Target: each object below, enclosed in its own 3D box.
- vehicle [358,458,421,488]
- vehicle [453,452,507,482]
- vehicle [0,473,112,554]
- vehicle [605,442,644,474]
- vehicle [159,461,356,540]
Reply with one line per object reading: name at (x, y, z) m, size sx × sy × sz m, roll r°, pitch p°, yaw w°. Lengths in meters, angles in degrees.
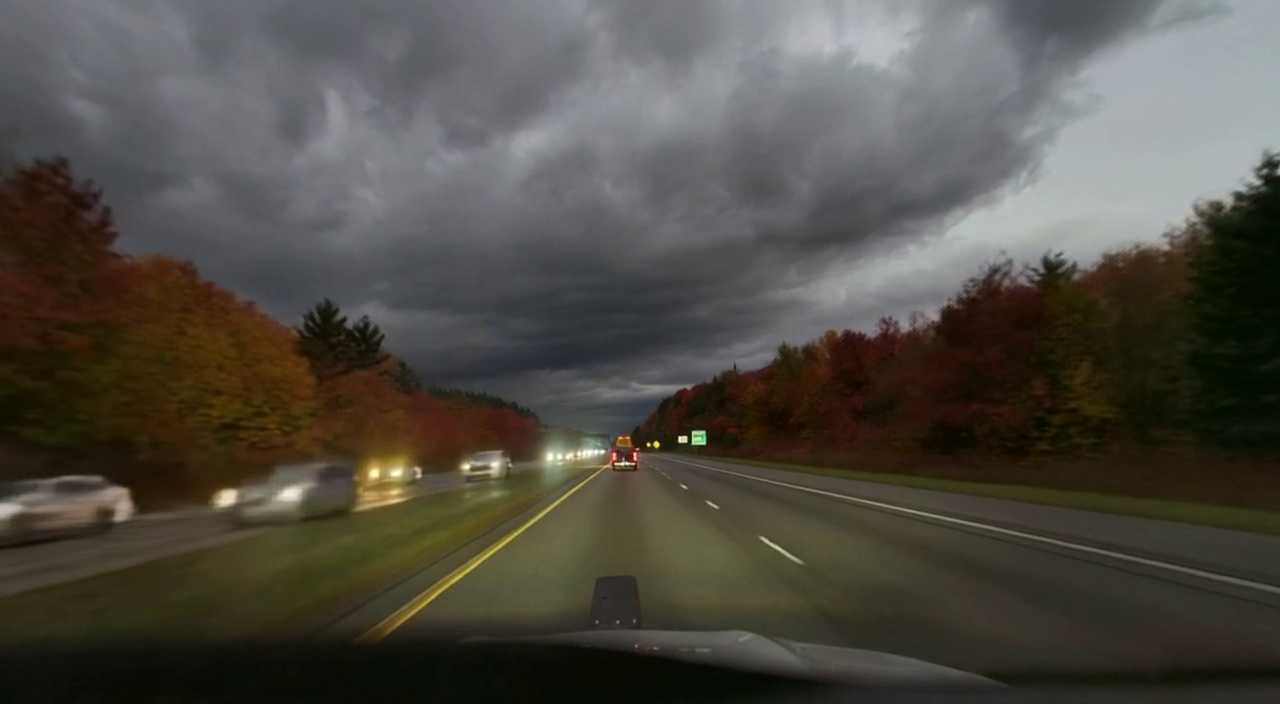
vehicle at (-14.390, 6.936, 36.194) m, size 1.935 × 1.549 × 4.209 m, roll 0°, pitch -9°, yaw -1°
vehicle at (-9.374, 6.755, 37.181) m, size 2.076 × 1.635 × 4.399 m, roll 0°, pitch -9°, yaw 0°
vehicle at (-13.570, 3.356, 13.057) m, size 1.845 × 1.474 × 3.768 m, roll 0°, pitch -9°, yaw -1°
vehicle at (-0.882, 6.160, 36.565) m, size 2.168 × 1.705 × 4.272 m, roll 0°, pitch -9°, yaw -1°
vehicle at (-8.970, 3.476, 15.312) m, size 1.933 × 1.527 × 4.642 m, roll 0°, pitch -9°, yaw -1°
